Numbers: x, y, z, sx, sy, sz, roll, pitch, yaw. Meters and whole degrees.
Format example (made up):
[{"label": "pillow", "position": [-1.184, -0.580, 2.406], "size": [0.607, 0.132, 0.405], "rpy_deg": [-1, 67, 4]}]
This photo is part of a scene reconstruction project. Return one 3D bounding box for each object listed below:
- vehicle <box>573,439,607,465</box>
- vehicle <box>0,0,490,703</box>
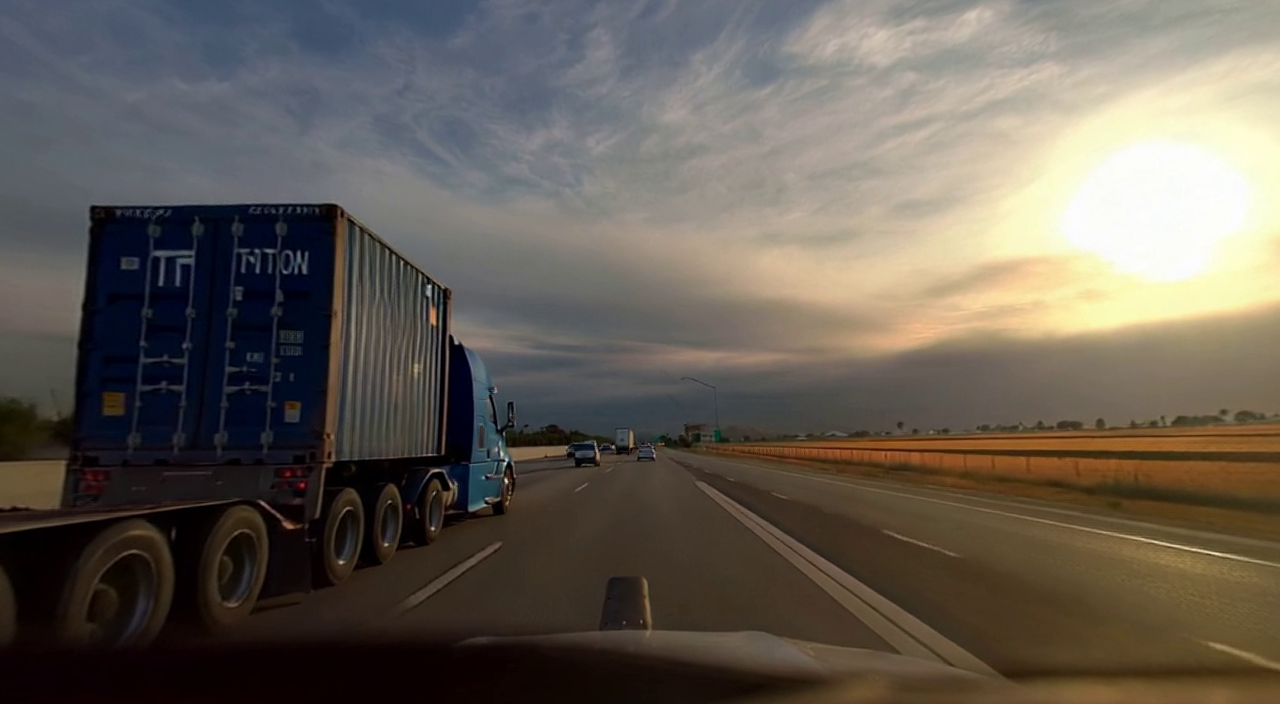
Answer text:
[{"label": "vehicle", "position": [-3.458, 6.976, 44.177], "size": [1.995, 1.745, 4.187], "rpy_deg": [0, -8, 1]}, {"label": "vehicle", "position": [-3.994, -0.126, 3.174], "size": [2.840, 4.032, 13.388], "rpy_deg": [0, -8, 2]}]
